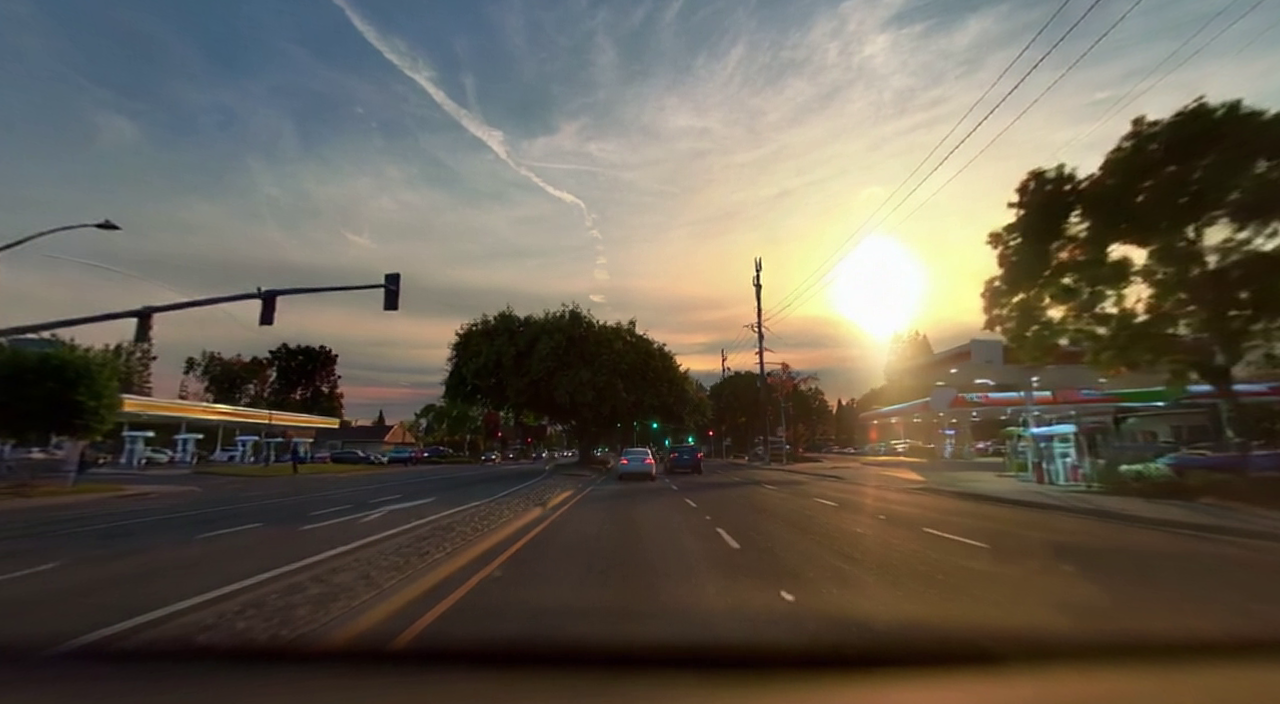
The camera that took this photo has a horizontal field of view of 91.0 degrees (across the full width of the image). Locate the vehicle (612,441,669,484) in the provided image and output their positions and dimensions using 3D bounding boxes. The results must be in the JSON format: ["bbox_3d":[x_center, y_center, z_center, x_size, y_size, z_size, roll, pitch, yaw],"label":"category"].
[{"bbox_3d":[-0.009,4.429,25.583,2.145,1.572,4.021,0,-9,-1],"label":"vehicle"}]

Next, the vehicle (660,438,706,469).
[{"bbox_3d":[2.990,7.241,45.141,2.731,2.101,6.047,0,-9,-2],"label":"vehicle"}]
